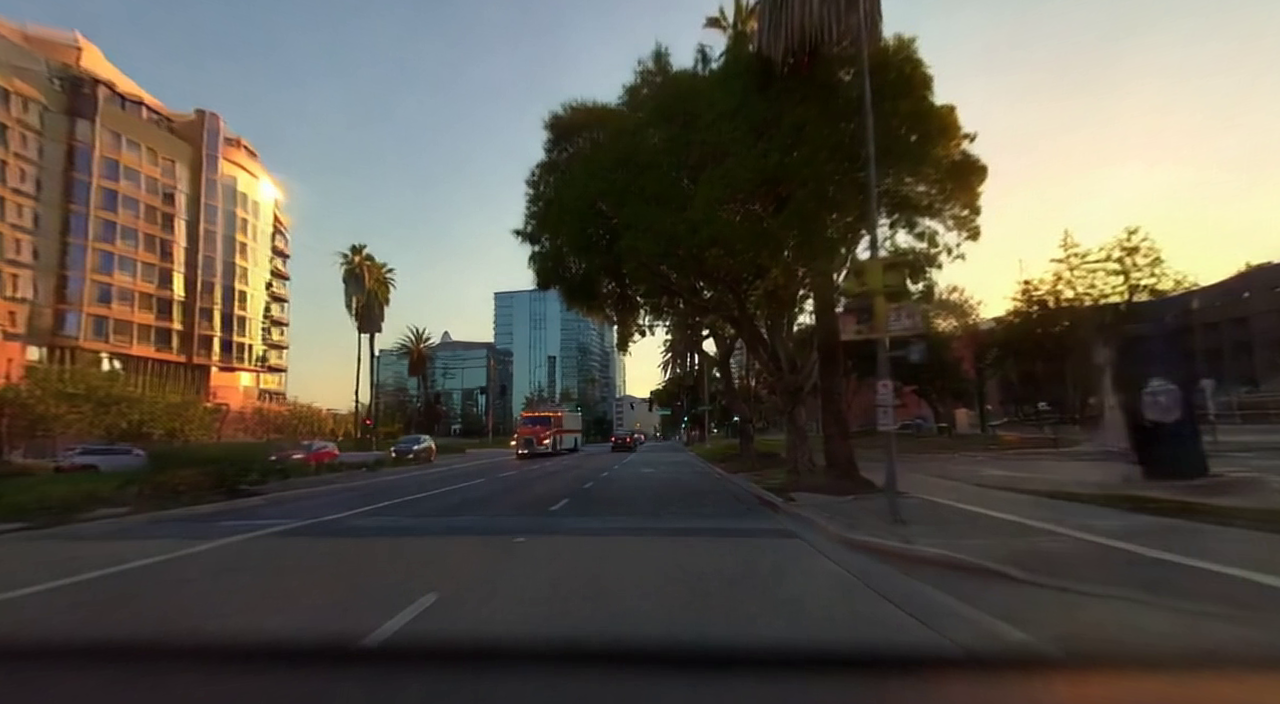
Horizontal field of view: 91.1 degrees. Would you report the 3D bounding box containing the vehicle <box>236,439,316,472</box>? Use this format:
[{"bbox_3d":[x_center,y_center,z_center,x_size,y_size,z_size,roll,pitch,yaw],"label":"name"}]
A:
[{"bbox_3d":[-21.447,6.117,37.224,1.988,1.811,4.399,0,-8,2],"label":"vehicle"}]

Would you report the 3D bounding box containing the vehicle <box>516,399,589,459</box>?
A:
[{"bbox_3d":[-5.978,5.723,45.487,3.008,3.730,11.786,0,-8,3],"label":"vehicle"}]

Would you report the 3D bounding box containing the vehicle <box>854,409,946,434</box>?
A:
[{"bbox_3d":[15.690,4.214,38.082,4.663,1.457,2.045,0,-7,3],"label":"vehicle"}]
